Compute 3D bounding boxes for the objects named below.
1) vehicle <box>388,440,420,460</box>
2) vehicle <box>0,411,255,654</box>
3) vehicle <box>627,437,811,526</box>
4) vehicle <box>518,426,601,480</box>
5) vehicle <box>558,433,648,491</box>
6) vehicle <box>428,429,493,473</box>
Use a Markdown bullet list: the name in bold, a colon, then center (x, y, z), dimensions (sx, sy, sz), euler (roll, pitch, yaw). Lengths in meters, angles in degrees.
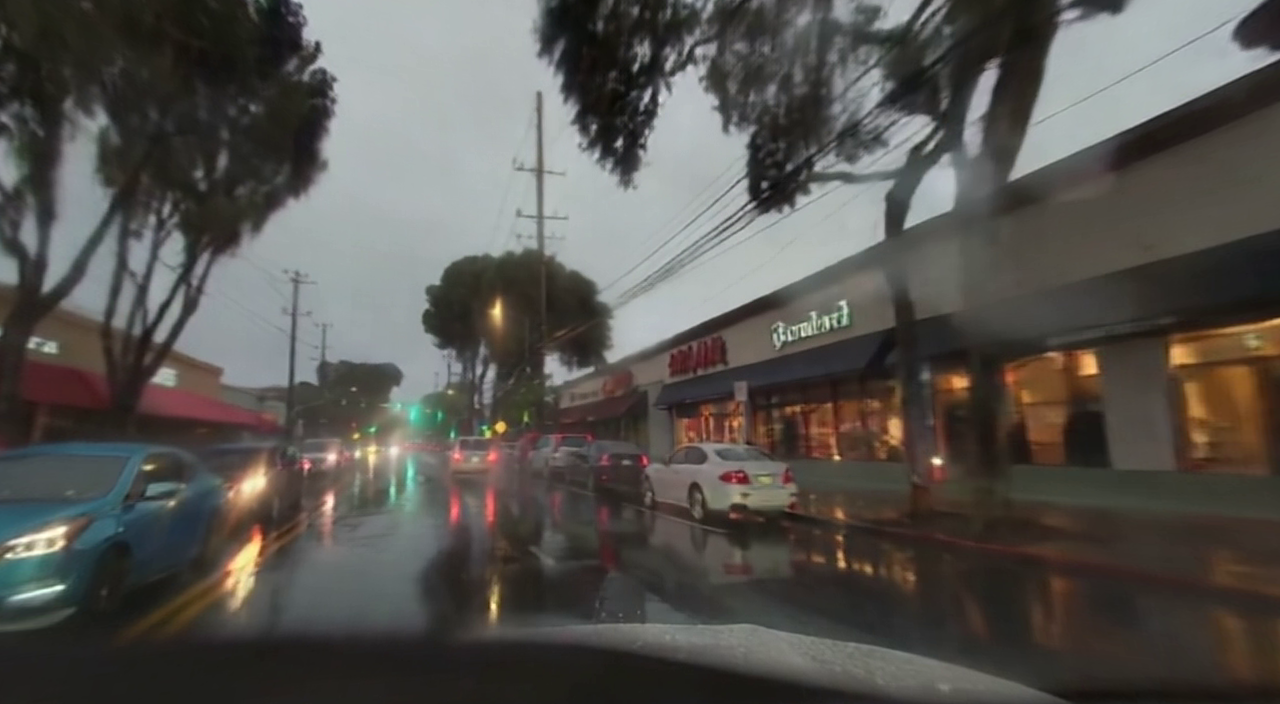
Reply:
- **vehicle**: center (-17.508, 7.258, 46.786), dimensions (2.050, 1.400, 4.666), euler (3, -9, -21)
- **vehicle**: center (-5.649, 1.527, 6.340), dimensions (2.087, 1.646, 4.563), euler (3, -9, -20)
- **vehicle**: center (1.434, 2.664, 13.762), dimensions (2.059, 1.550, 4.703), euler (3, -9, -20)
- **vehicle**: center (-3.437, 4.126, 26.070), dimensions (2.243, 1.992, 5.087), euler (3, -9, -21)
- **vehicle**: center (-1.340, 3.615, 21.168), dimensions (1.882, 1.704, 4.055), euler (3, -9, -20)
- **vehicle**: center (-8.537, 4.632, 29.786), dimensions (2.440, 1.882, 4.611), euler (3, -9, -21)
